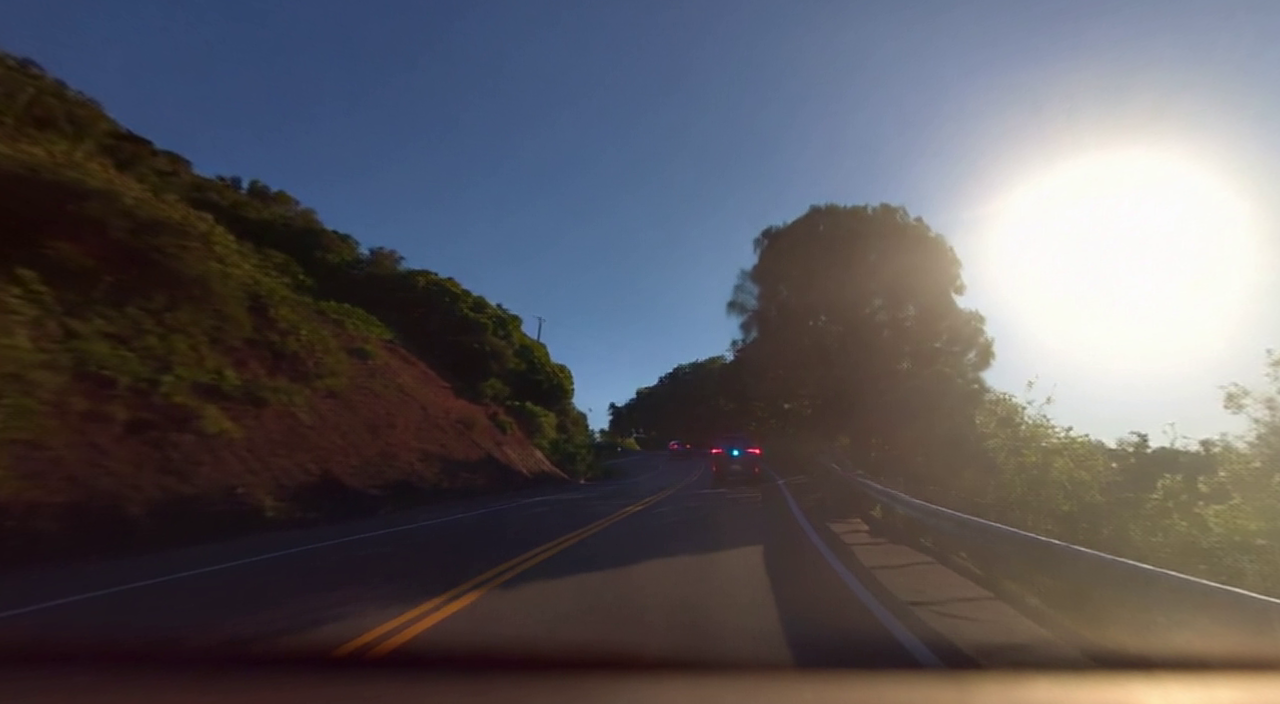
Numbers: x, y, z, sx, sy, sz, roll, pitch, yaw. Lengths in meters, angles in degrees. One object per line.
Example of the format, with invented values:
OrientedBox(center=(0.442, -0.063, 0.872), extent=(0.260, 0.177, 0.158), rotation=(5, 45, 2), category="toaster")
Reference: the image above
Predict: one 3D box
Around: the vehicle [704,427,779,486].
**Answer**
OrientedBox(center=(3.897, 3.978, 24.359), extent=(2.500, 1.961, 5.637), rotation=(-1, -8, 9), category="vehicle")
